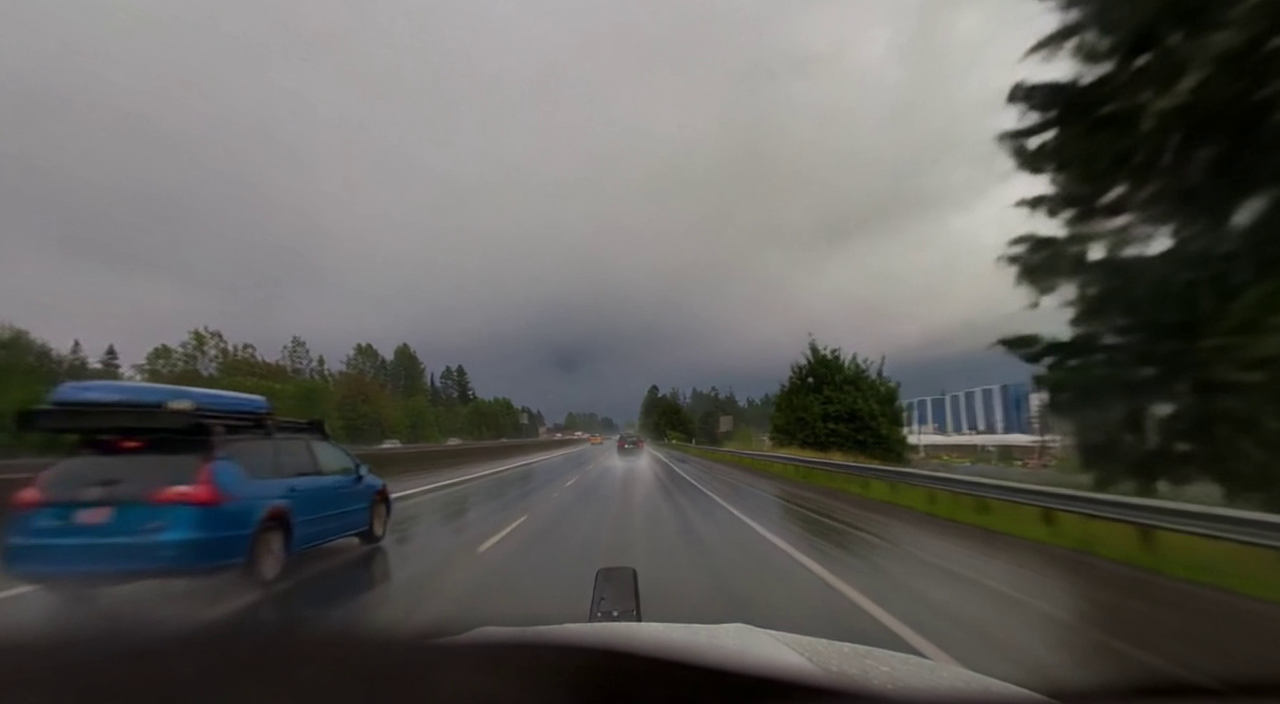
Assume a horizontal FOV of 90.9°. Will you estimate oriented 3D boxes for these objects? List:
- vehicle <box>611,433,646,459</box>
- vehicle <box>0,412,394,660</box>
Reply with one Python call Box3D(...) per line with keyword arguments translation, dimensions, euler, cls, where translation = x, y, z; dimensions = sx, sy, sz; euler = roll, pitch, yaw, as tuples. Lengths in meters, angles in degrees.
Box3D(translation=(-0.771, 6.047, 40.710), dimensions=(2.151, 1.618, 3.898), euler=(0, -8, -1), cls="vehicle")
Box3D(translation=(-4.504, 1.499, 6.414), dimensions=(2.189, 1.580, 4.607), euler=(0, -8, -1), cls="vehicle")
